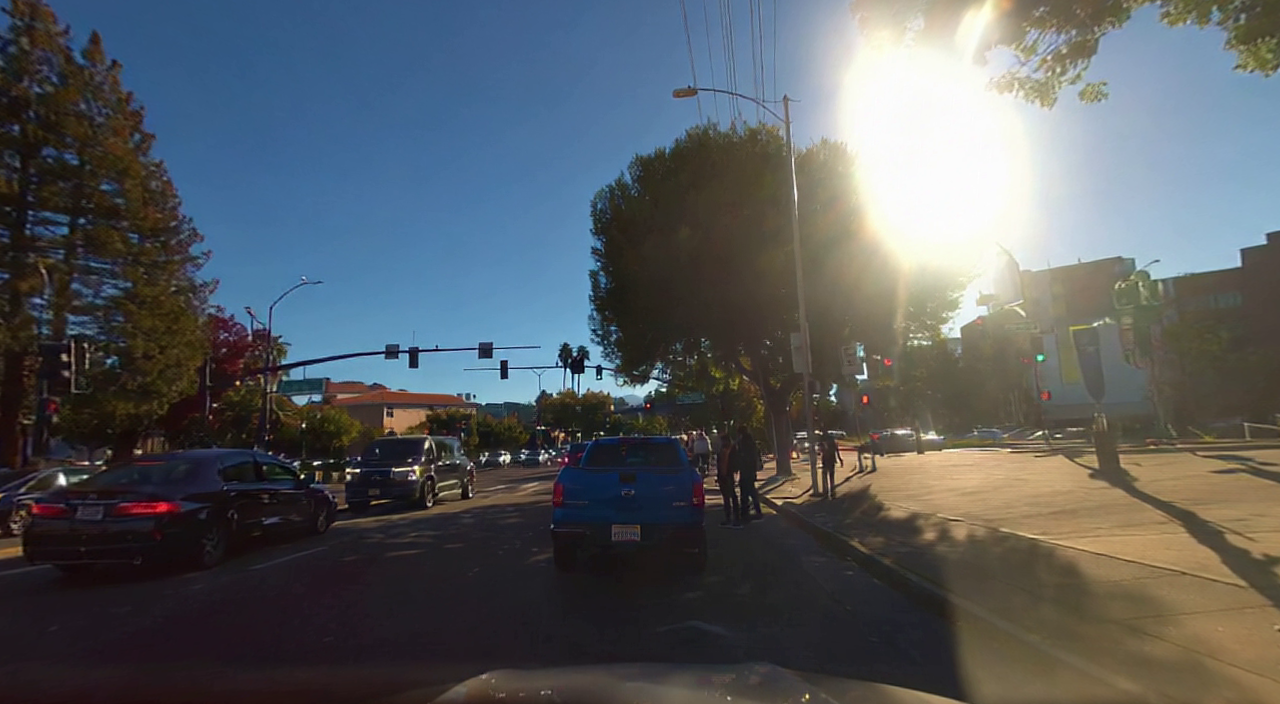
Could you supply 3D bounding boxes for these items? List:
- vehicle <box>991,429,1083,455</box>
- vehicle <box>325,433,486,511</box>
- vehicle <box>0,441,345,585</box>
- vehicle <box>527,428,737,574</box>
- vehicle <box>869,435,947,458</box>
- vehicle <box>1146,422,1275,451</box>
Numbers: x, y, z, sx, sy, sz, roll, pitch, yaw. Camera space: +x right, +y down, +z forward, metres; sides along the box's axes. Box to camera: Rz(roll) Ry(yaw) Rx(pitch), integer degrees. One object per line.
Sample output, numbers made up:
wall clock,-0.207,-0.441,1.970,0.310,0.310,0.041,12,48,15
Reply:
vehicle,23.785,5.435,37.759,4.454,1.440,1.816,-5,-10,30
vehicle,-6.171,3.225,17.422,2.230,1.811,5.183,-1,-9,3
vehicle,-6.342,2.076,9.025,1.948,1.530,4.283,0,-9,3
vehicle,-0.056,1.866,8.677,2.182,1.501,4.150,0,-9,1
vehicle,17.549,6.195,41.111,4.441,1.452,1.798,-5,-10,30
vehicle,30.524,4.593,33.812,4.739,1.472,1.804,-5,-10,29
